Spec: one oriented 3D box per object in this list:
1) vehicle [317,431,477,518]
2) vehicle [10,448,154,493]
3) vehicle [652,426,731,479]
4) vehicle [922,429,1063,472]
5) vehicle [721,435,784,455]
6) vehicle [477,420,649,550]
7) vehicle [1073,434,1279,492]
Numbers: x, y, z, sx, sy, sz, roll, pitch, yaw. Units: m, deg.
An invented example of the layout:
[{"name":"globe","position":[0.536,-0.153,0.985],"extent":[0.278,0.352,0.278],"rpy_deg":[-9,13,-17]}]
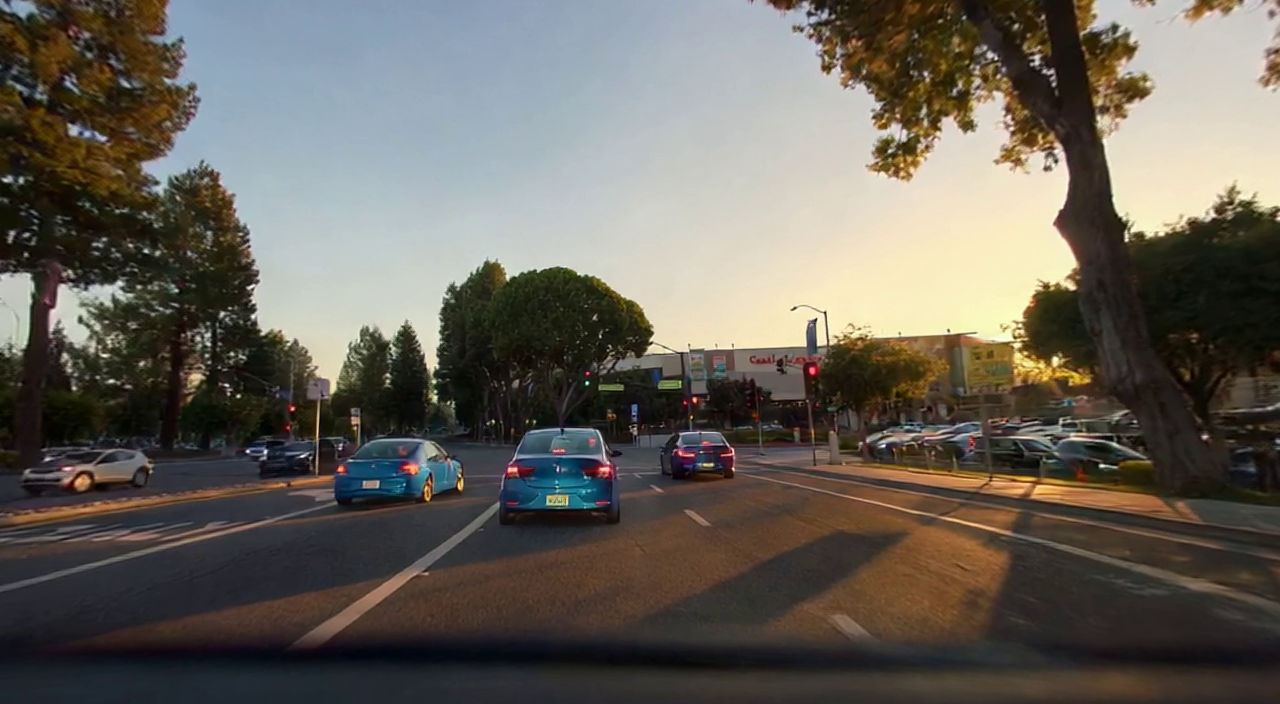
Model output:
[{"name":"vehicle","position":[-4.649,2.381,12.775],"extent":[1.998,1.452,3.773],"rpy_deg":[1,-8,-5]},{"name":"vehicle","position":[-22.690,4.806,25.997],"extent":[2.058,1.640,4.414],"rpy_deg":[0,-8,-4]},{"name":"vehicle","position":[1.714,3.561,22.532],"extent":[2.028,1.678,4.220],"rpy_deg":[1,-8,-6]},{"name":"vehicle","position":[13.950,3.896,25.168],"extent":[4.393,1.621,2.067],"rpy_deg":[1,-8,-6]},{"name":"vehicle","position":[8.584,7.128,48.420],"extent":[4.428,1.478,1.772],"rpy_deg":[1,-9,-5]},{"name":"vehicle","position":[-1.136,1.900,9.748],"extent":[2.045,1.533,4.183],"rpy_deg":[1,-8,-6]},{"name":"vehicle","position":[14.251,2.927,16.828],"extent":[4.242,1.423,1.802],"rpy_deg":[1,-8,-7]}]
